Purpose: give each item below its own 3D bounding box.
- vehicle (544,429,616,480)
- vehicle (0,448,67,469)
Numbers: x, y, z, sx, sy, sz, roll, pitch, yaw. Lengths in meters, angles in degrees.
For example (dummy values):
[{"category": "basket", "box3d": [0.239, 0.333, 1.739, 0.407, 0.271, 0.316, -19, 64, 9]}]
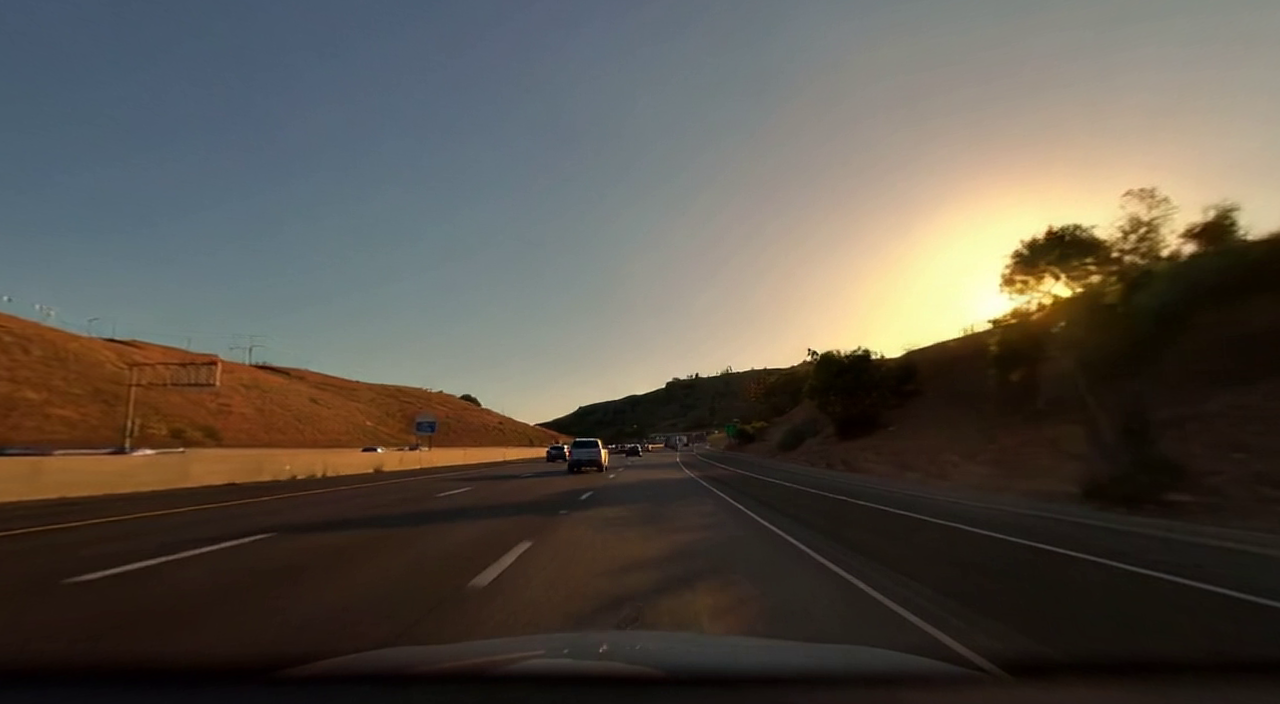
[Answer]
[{"category": "vehicle", "box3d": [-2.371, 4.275, 26.382, 2.413, 1.896, 5.218, 0, -8, 1]}, {"category": "vehicle", "box3d": [-46.176, 8.015, 47.371, 1.798, 1.481, 4.117, 0, -8, 2]}]
